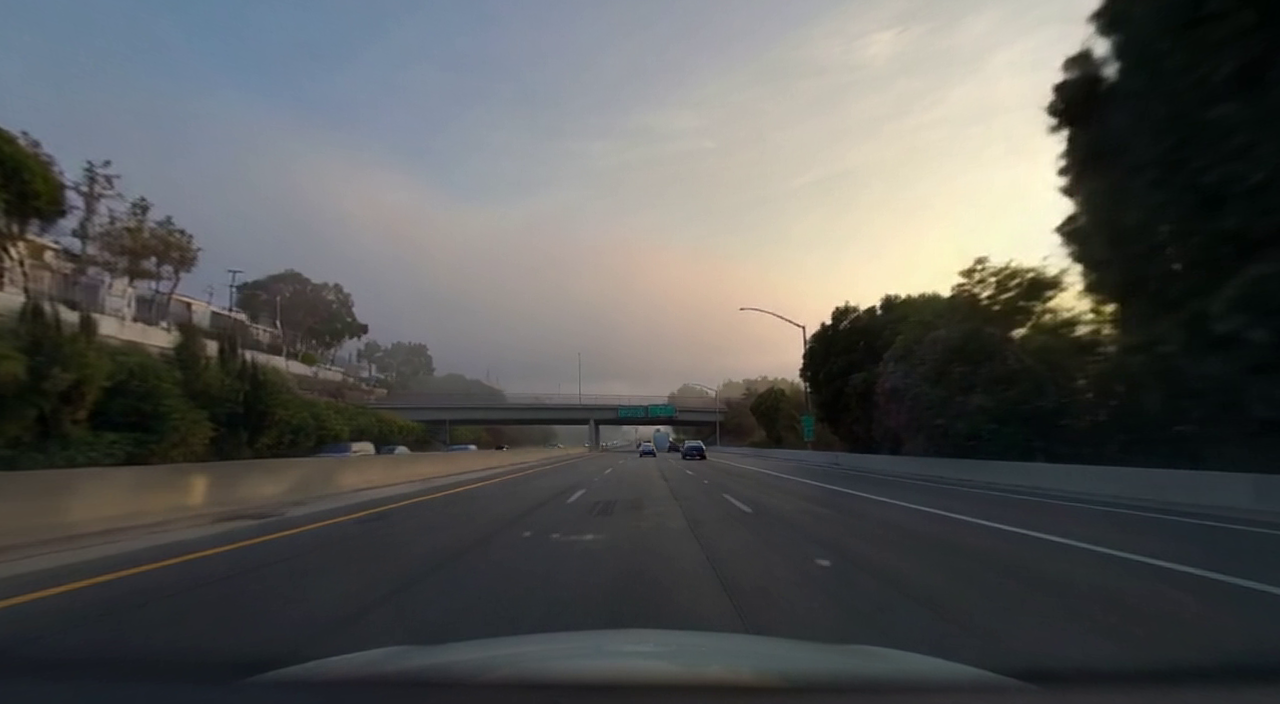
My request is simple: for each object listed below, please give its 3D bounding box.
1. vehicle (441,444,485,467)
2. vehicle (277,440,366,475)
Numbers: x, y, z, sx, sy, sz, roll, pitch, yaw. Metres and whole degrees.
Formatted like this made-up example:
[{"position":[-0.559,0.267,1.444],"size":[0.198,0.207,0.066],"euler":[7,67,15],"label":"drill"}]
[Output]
[{"position":[-11.648,6.823,41.711],"size":[1.705,1.458,3.704],"euler":[0,-8,1],"label":"vehicle"},{"position":[-17.871,5.934,35.698],"size":[2.382,1.833,4.949],"euler":[0,-8,0],"label":"vehicle"}]
